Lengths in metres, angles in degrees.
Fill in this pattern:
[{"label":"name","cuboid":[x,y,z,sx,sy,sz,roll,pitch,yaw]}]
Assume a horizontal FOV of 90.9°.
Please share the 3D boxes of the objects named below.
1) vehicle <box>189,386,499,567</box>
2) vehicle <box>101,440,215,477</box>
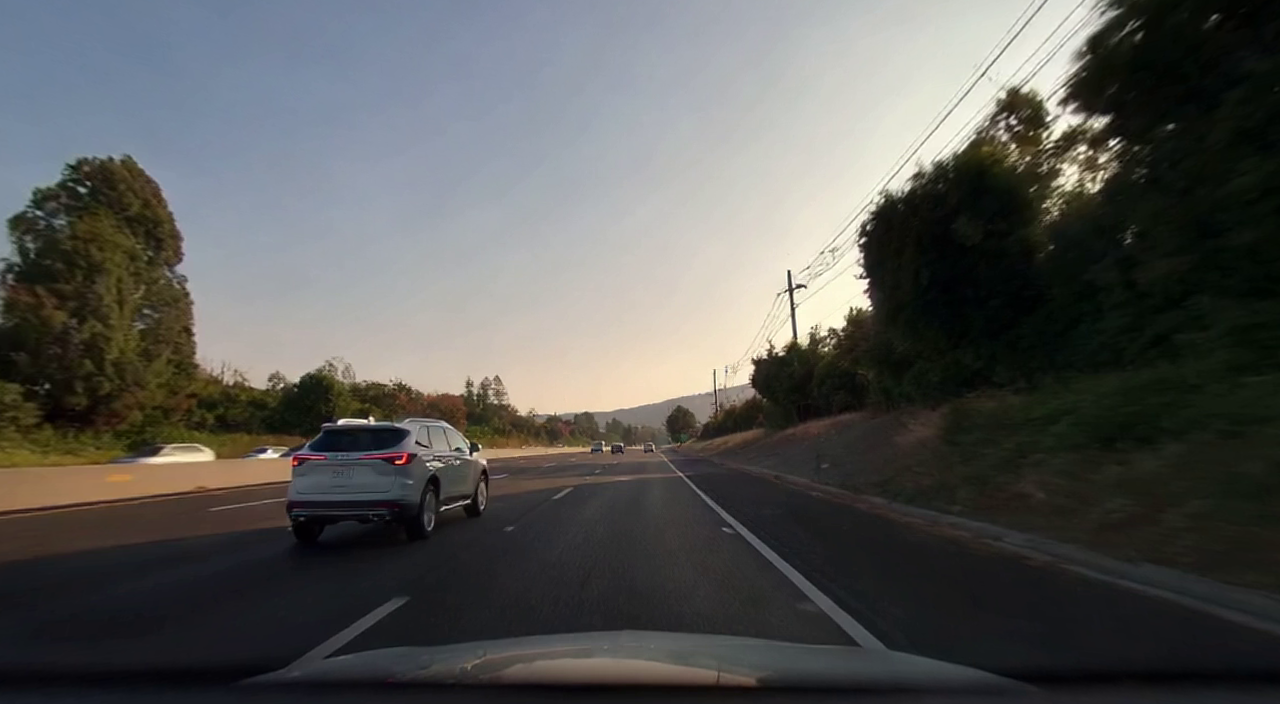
[{"label":"vehicle","cuboid":[-3.830,1.731,9.528,2.136,1.975,5.037,0,-8,1]},{"label":"vehicle","cuboid":[-26.037,5.740,34.372,1.989,1.875,5.281,0,-8,1]}]
